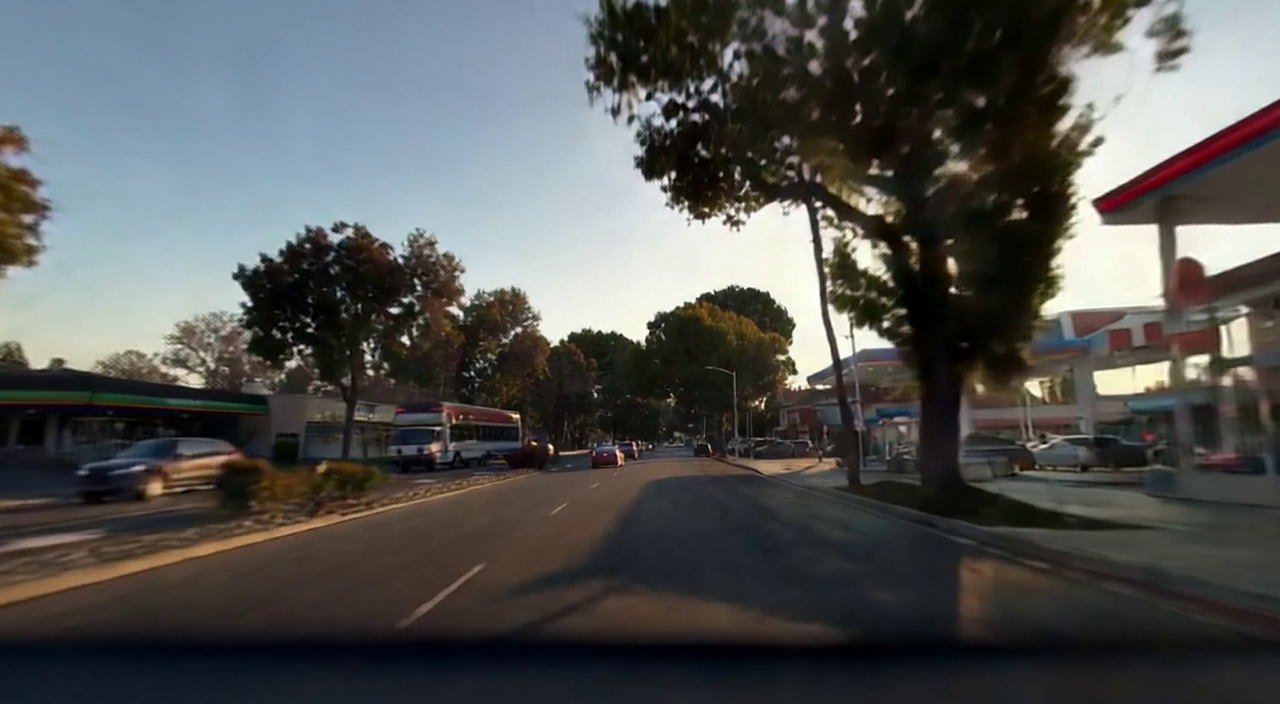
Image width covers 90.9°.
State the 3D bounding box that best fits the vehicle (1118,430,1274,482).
[{"bbox_3d":[21.832,4.099,25.050,1.922,1.861,4.340,1,-9,-6],"label":"vehicle"}]

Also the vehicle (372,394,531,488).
[{"bbox_3d":[-7.948,4.116,29.347,3.056,3.289,13.199,-2,-8,1],"label":"vehicle"}]

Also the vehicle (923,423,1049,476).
[{"bbox_3d":[13.504,3.871,25.102,2.015,1.839,5.416,0,-9,1],"label":"vehicle"}]

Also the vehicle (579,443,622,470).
[{"bbox_3d":[-2.123,5.763,34.925,1.959,1.406,4.272,0,-8,2],"label":"vehicle"}]

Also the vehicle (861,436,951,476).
[{"bbox_3d":[10.585,4.162,25.489,1.888,1.465,4.727,-1,-9,4],"label":"vehicle"}]

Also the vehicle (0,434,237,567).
[{"bbox_3d":[-8.201,1.939,8.866,2.099,1.467,4.596,-2,-7,0],"label":"vehicle"}]

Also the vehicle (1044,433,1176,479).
[{"bbox_3d":[18.686,4.159,25.391,1.845,1.650,4.651,-1,-8,3],"label":"vehicle"}]
